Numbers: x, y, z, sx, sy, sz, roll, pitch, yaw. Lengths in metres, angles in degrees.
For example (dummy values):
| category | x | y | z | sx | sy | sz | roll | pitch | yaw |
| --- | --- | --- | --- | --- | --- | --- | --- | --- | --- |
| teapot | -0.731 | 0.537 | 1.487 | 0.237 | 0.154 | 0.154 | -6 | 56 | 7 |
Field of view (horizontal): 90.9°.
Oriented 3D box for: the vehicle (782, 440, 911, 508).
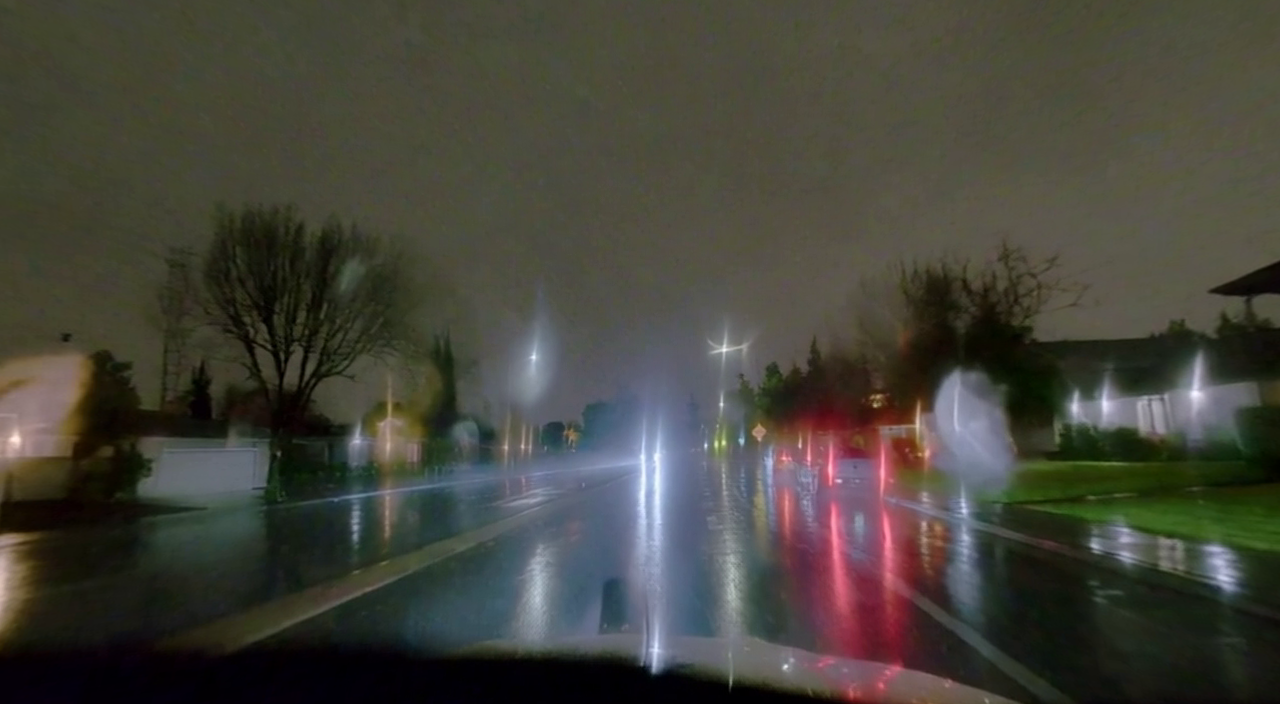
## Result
| category | x | y | z | sx | sy | sz | roll | pitch | yaw |
| --- | --- | --- | --- | --- | --- | --- | --- | --- | --- |
| vehicle | 5.224 | 3.119 | 16.712 | 1.979 | 1.524 | 4.578 | 0 | -8 | 2 |

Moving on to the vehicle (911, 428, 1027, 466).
| category | x | y | z | sx | sy | sz | roll | pitch | yaw |
| --- | --- | --- | --- | --- | --- | --- | --- | --- | --- |
| vehicle | 13.812 | 4.024 | 26.672 | 3.827 | 1.512 | 1.855 | -1 | -8 | 5 |
